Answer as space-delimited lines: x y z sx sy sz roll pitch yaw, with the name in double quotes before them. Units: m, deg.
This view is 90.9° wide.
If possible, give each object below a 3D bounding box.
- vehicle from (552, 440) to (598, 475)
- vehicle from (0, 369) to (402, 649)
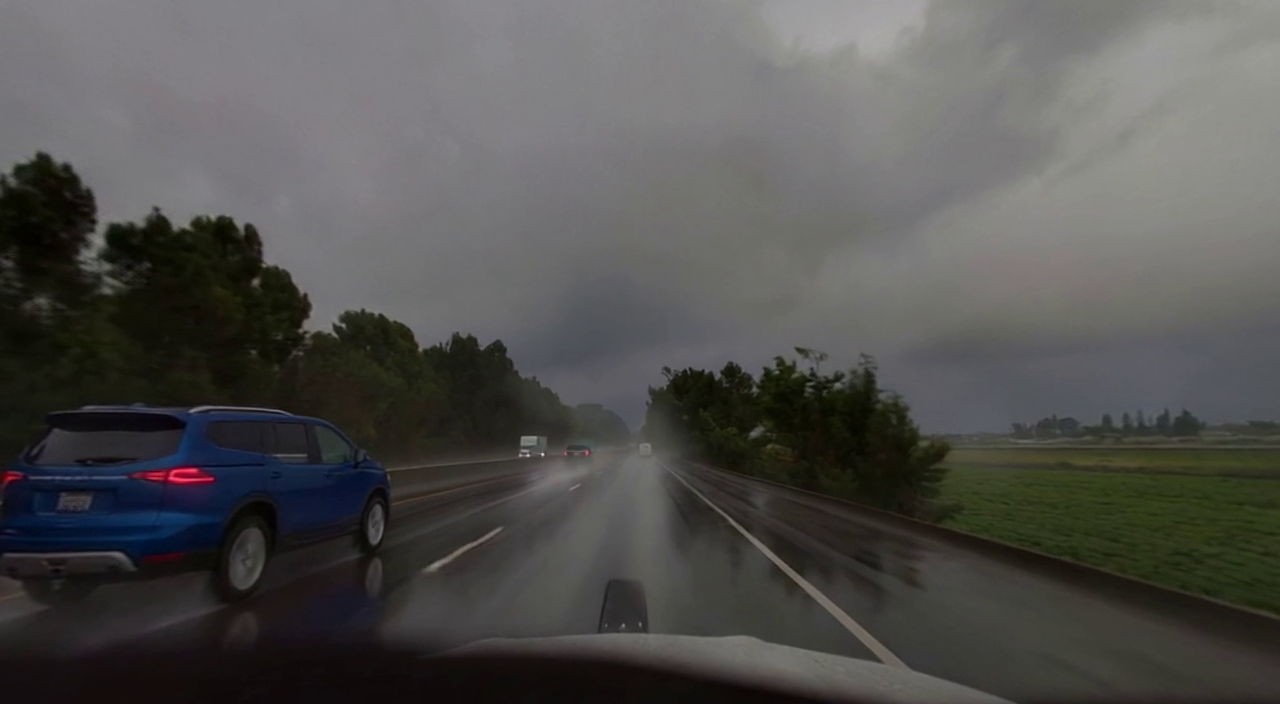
"vehicle" -3.602 5.930 35.694 2.056 1.811 4.202 -1 -9 2
"vehicle" -4.588 1.447 6.820 2.102 1.941 4.703 0 -9 1
